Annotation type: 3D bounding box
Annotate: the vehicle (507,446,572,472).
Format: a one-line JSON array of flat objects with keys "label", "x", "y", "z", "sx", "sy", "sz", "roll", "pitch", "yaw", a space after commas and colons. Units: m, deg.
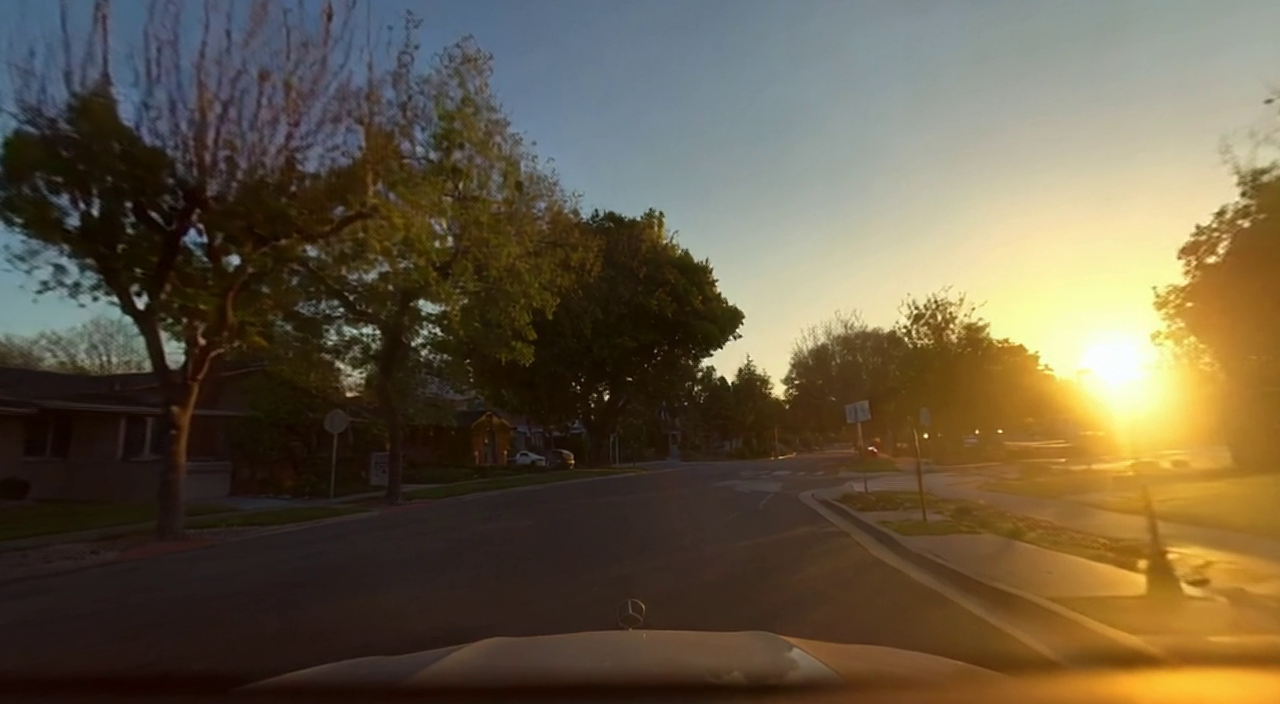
[{"label": "vehicle", "x": -6.765, "y": 7.250, "z": 42.904, "sx": 4.252, "sy": 1.681, "sz": 1.854, "roll": 1, "pitch": -8, "yaw": -7}]
